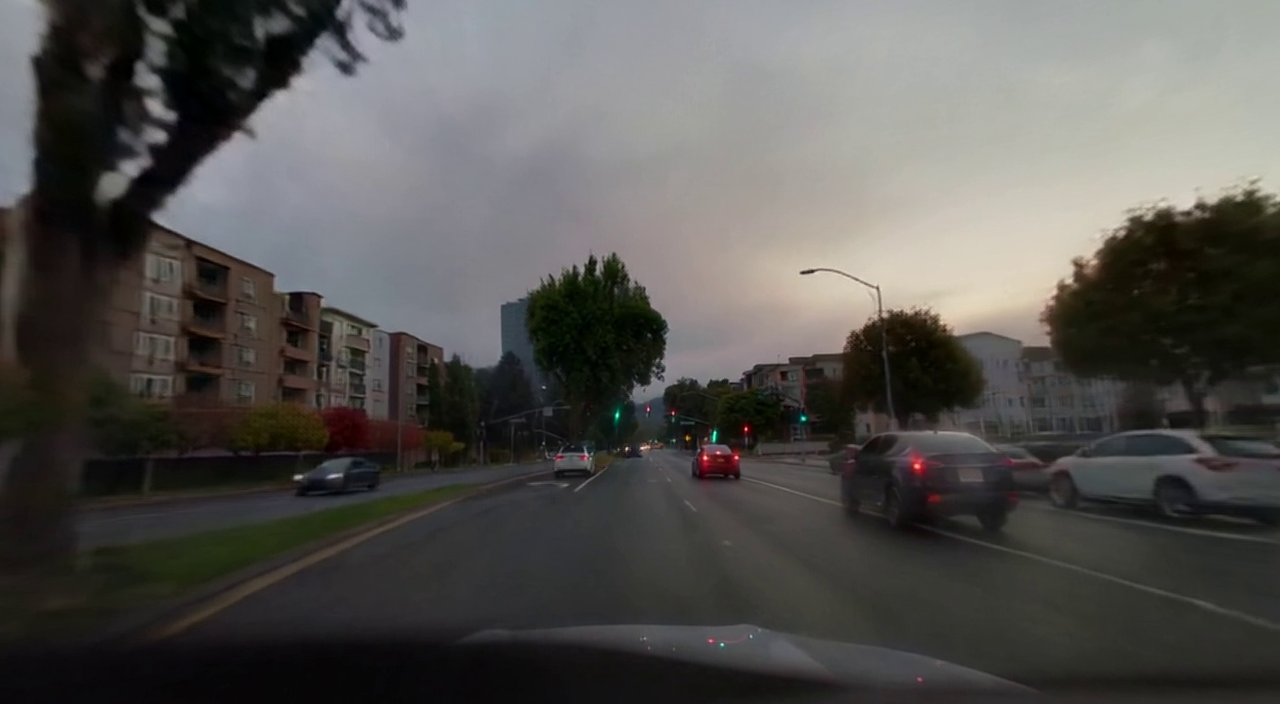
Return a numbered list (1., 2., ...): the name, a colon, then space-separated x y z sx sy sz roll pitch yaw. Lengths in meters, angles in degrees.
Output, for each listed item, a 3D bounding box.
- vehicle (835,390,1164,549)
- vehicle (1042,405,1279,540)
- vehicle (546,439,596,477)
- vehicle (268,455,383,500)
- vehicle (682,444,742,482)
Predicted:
1. vehicle: 5.492 1.933 11.028 2.427 2.017 5.763 0 -9 1
2. vehicle: 9.613 2.015 11.078 2.064 1.837 4.724 0 -9 1
3. vehicle: -3.378 5.278 31.615 2.065 1.716 4.265 0 -9 -1
4. vehicle: -11.773 4.708 24.071 2.028 1.490 4.475 0 -9 1
5. vehicle: 2.992 4.713 27.198 2.003 1.480 4.494 0 -9 -1
